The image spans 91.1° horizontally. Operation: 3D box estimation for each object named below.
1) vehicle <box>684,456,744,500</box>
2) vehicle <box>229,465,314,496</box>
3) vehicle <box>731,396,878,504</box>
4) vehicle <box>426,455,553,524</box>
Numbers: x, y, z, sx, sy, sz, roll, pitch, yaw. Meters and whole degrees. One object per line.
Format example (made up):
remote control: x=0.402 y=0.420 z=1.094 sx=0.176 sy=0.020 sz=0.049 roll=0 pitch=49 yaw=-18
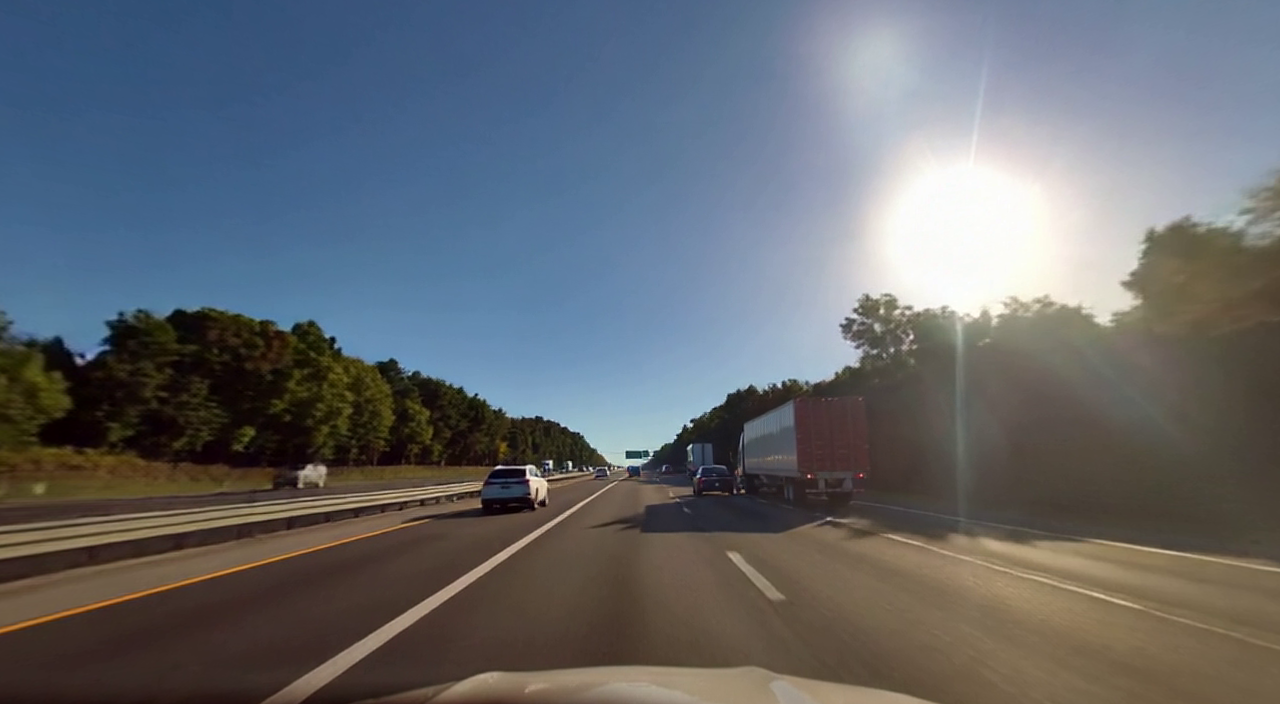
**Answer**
vehicle: x=3.186 y=5.561 z=27.936 sx=2.050 sy=1.708 sz=4.457 roll=1 pitch=-10 yaw=-1
vehicle: x=-18.684 y=6.521 z=32.101 sx=1.820 sy=1.466 sz=4.099 roll=1 pitch=-10 yaw=0
vehicle: x=7.567 y=5.325 z=32.898 sx=2.861 sy=4.086 sz=17.499 roll=1 pitch=-10 yaw=-1
vehicle: x=-3.728 y=3.531 z=16.556 sx=2.065 sy=1.485 sz=4.682 roll=1 pitch=-10 yaw=1
